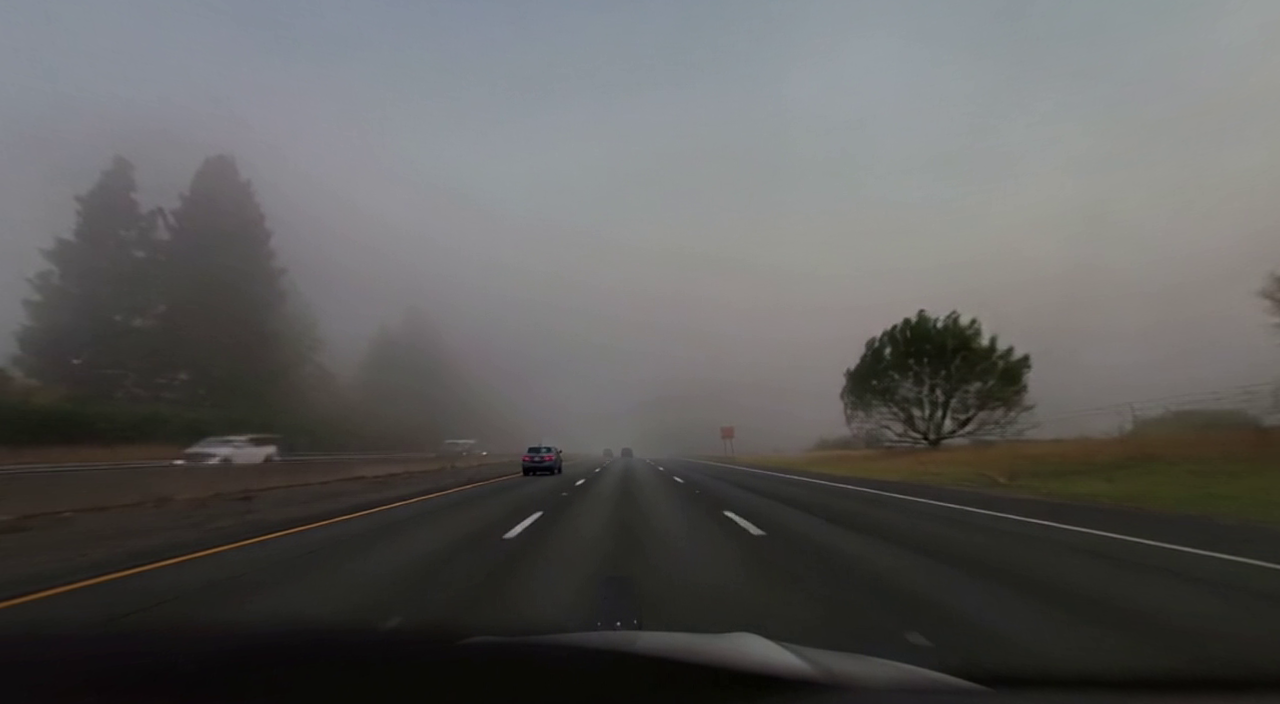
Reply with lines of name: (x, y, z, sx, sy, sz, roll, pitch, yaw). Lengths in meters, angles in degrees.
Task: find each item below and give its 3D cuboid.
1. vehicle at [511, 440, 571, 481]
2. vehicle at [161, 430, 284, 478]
vehicle: (-4.495, 5.005, 29.325, 2.111, 1.717, 4.426, 0, -9, -1)
vehicle: (-17.408, 4.293, 26.556, 1.952, 1.807, 4.846, 0, -9, -2)
